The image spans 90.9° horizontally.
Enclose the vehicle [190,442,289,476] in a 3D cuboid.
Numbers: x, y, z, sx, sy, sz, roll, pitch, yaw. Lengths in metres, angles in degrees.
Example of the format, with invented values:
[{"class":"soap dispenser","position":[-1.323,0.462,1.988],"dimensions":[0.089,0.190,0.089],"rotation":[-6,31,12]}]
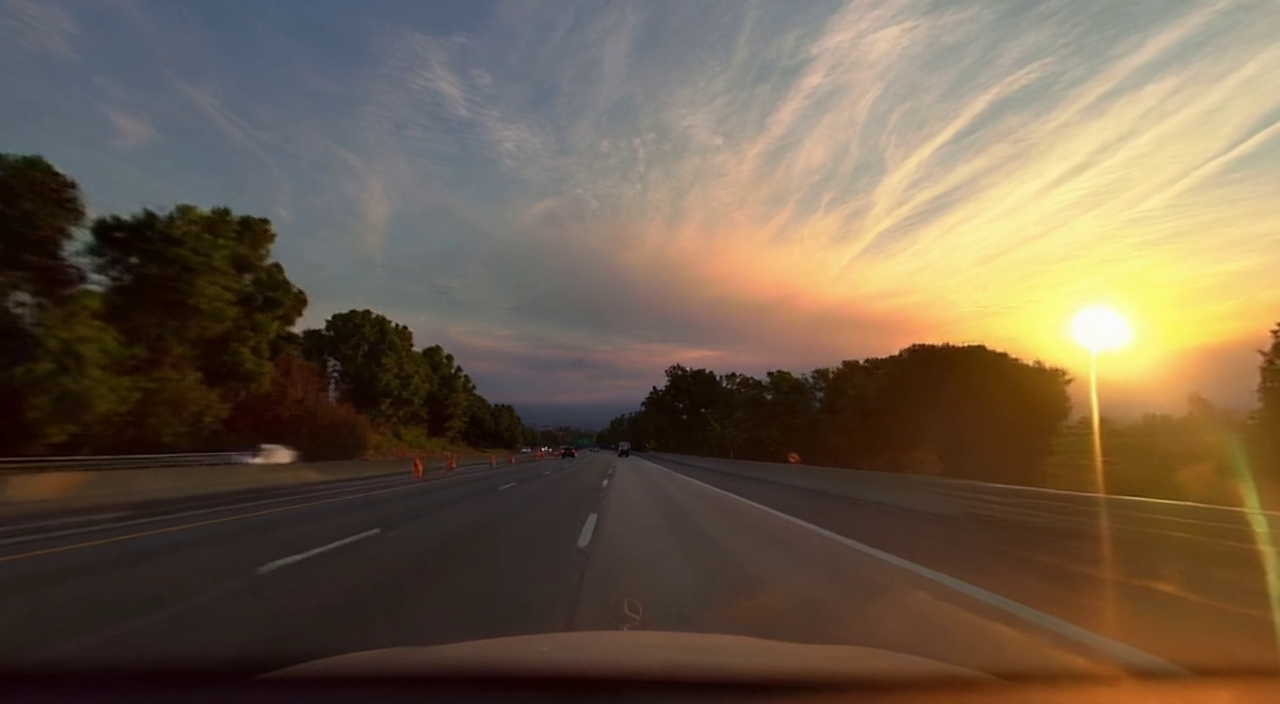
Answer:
[{"class":"vehicle","position":[-19.824,5.334,31.487],"dimensions":[1.965,1.545,4.703],"rotation":[0,-9,-2]}]
